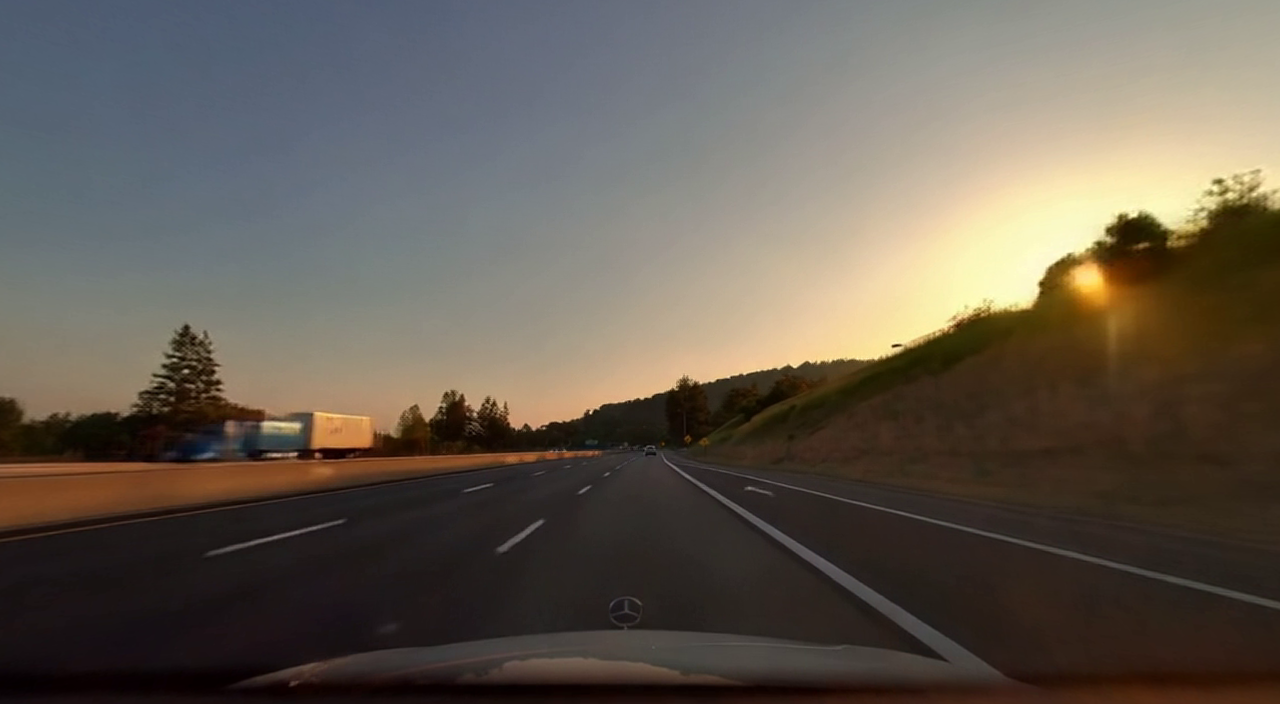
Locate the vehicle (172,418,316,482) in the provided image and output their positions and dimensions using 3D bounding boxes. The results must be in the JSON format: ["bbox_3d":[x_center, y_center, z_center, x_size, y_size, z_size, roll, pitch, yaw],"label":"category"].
[{"bbox_3d":[-22.052,5.574,35.806,2.916,3.179,7.832,0,-9,1],"label":"vehicle"}]
